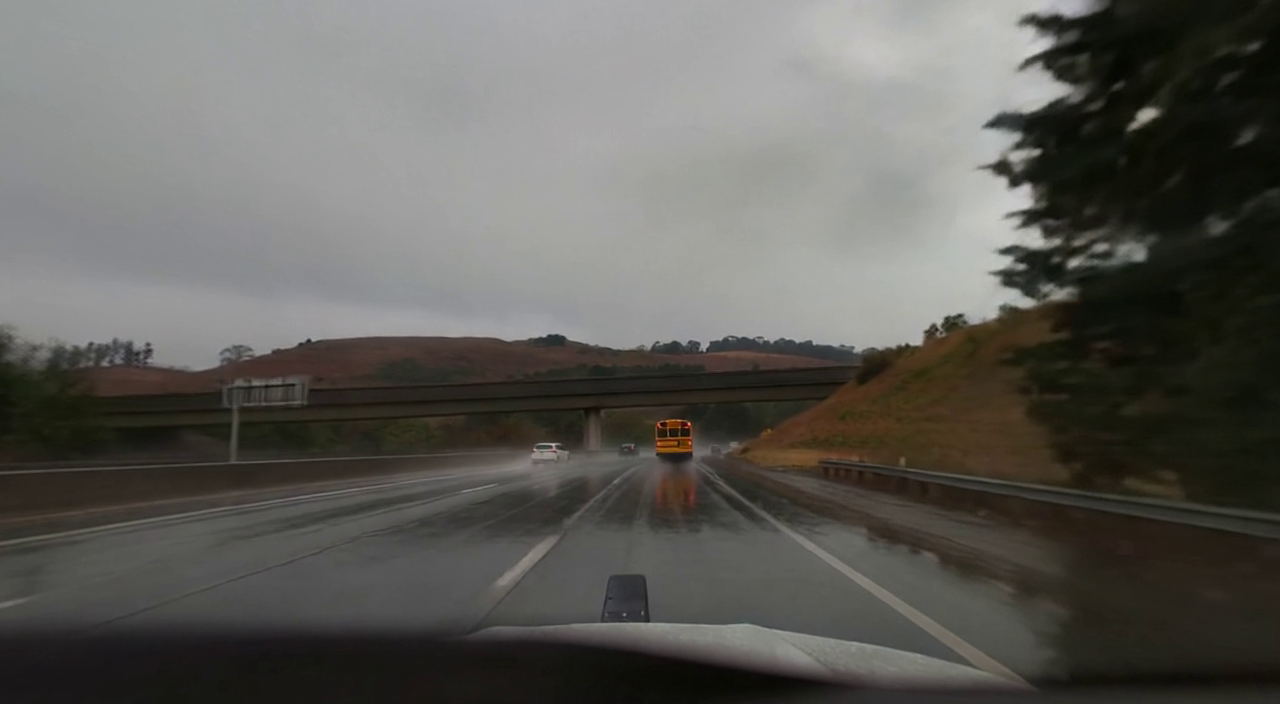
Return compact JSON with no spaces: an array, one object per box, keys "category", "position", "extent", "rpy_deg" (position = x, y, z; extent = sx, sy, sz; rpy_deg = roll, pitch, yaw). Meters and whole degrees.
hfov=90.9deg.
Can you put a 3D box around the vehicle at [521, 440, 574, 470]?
[{"category":"vehicle","position":[-5.584,6.277,38.690],"extent":[2.172,1.689,4.625],"rpy_deg":[-1,-8,4]}]

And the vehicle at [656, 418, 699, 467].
[{"category":"vehicle","position":[2.947,6.886,48.076],"extent":[2.945,3.295,10.406],"rpy_deg":[-1,-8,4]}]
